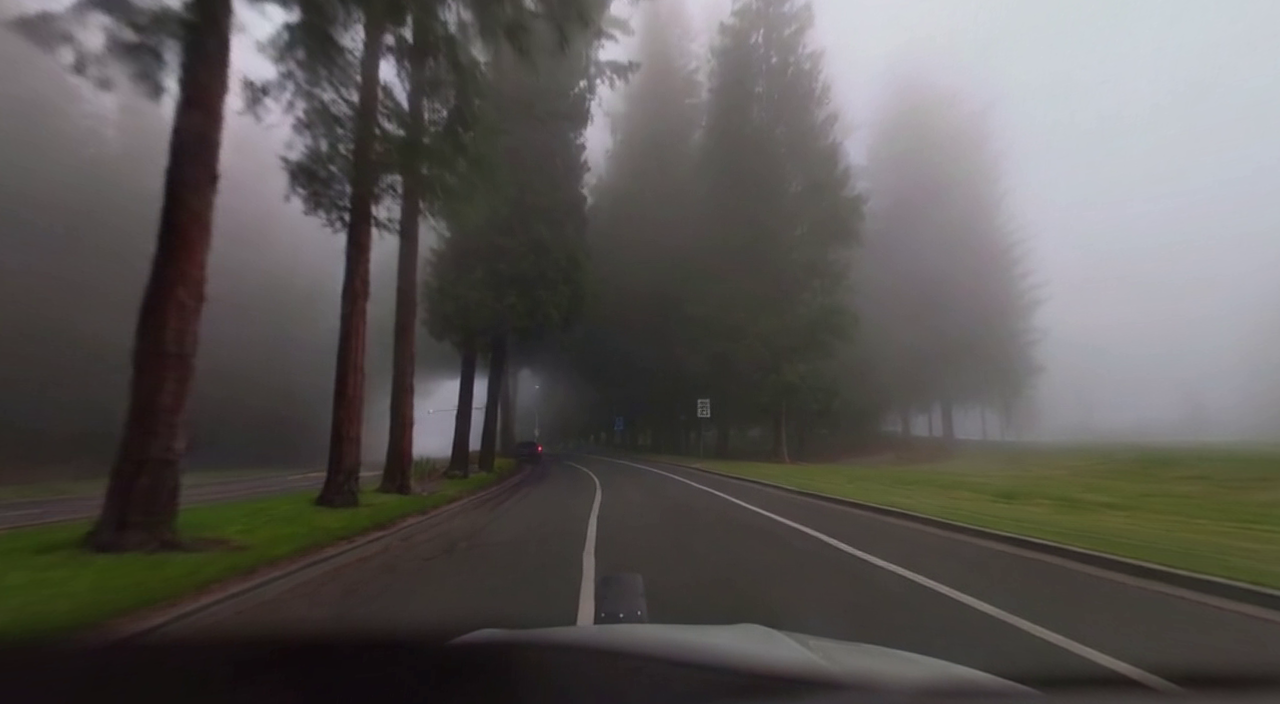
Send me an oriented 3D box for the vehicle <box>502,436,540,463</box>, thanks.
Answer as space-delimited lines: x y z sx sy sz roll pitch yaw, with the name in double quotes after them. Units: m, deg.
-8.809 7.317 47.369 2.267 1.849 6.402 1 -9 -6 "vehicle"
